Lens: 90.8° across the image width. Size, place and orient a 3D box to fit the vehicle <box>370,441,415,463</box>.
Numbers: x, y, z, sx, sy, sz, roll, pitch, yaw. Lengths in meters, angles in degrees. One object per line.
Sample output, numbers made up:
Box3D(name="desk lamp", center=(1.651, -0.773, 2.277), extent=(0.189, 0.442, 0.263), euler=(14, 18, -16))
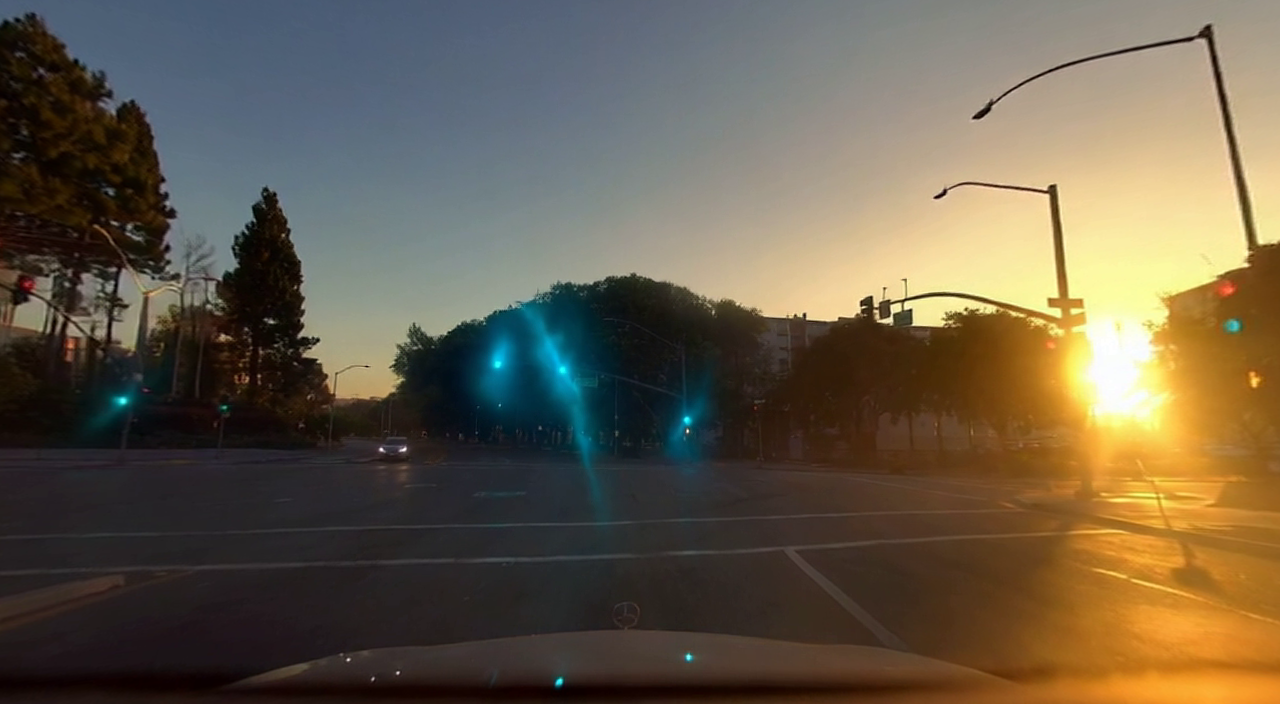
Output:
Box3D(name="vehicle", center=(-17.187, 6.949, 44.051), extent=(1.969, 1.464, 4.485), euler=(1, -9, -10))
